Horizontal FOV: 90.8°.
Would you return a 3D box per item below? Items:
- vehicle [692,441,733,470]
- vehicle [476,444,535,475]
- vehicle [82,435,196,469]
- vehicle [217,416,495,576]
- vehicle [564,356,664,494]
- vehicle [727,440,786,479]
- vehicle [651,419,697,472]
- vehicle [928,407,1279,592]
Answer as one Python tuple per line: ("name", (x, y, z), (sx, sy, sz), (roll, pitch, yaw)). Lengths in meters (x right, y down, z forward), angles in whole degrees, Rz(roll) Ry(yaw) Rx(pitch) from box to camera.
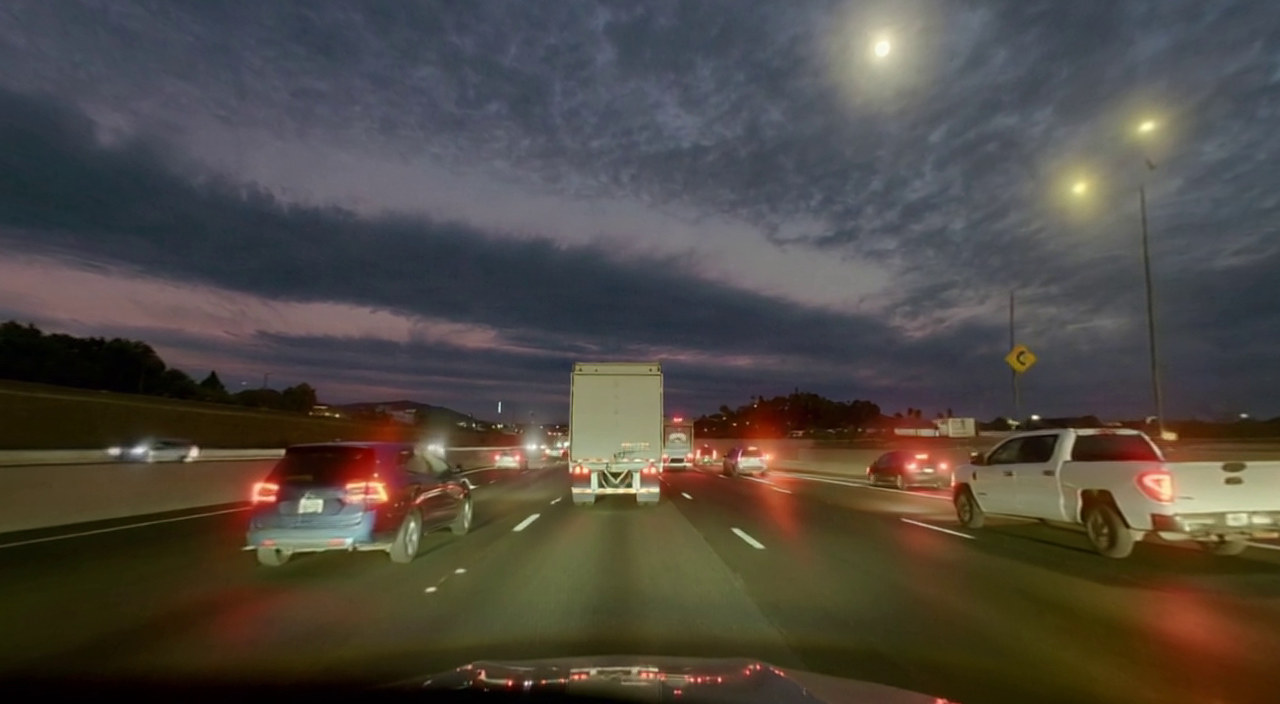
("vehicle", (5.508, 7.985, 48.823), (2.297, 2.116, 5.052), (0, -9, -3))
("vehicle", (-6.994, 5.638, 33.358), (1.973, 1.471, 4.779), (-1, -9, 2))
("vehicle", (-23.451, 4.708, 29.830), (1.786, 1.487, 4.495), (0, -9, -1))
("vehicle", (-3.433, 1.807, 8.696), (1.946, 1.641, 4.105), (0, -9, -1))
("vehicle", (-0.774, 2.938, 24.018), (2.906, 4.040, 10.743), (0, -9, 0))
("vehicle", (6.114, 5.712, 33.781), (2.070, 1.888, 4.546), (0, -9, -2))
("vehicle", (2.321, 6.895, 46.448), (2.669, 3.491, 8.645), (0, -9, -2))
("vehicle", (6.271, 1.774, 8.575), (2.188, 1.731, 5.031), (0, -9, -2))
